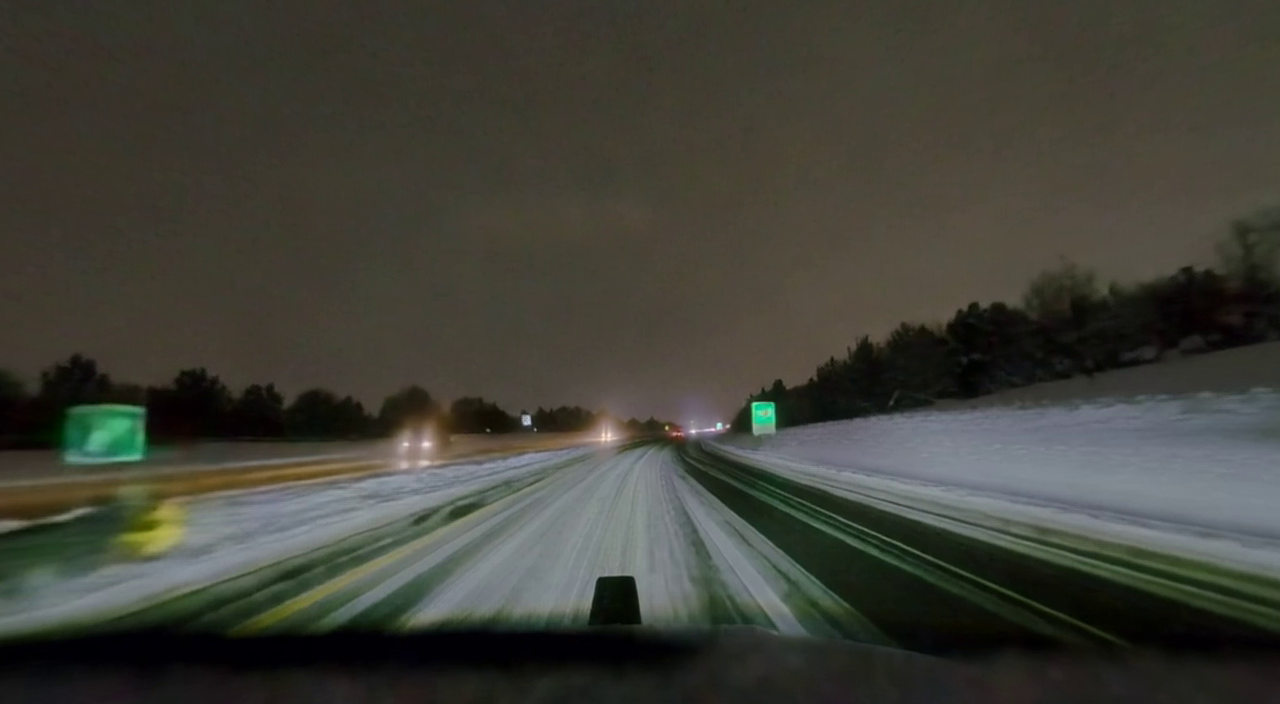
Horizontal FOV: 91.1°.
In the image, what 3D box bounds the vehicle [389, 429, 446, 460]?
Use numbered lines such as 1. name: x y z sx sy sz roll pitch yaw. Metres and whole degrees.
1. vehicle: -15.146 6.315 43.180 2.211 1.967 4.734 0 -8 -1
